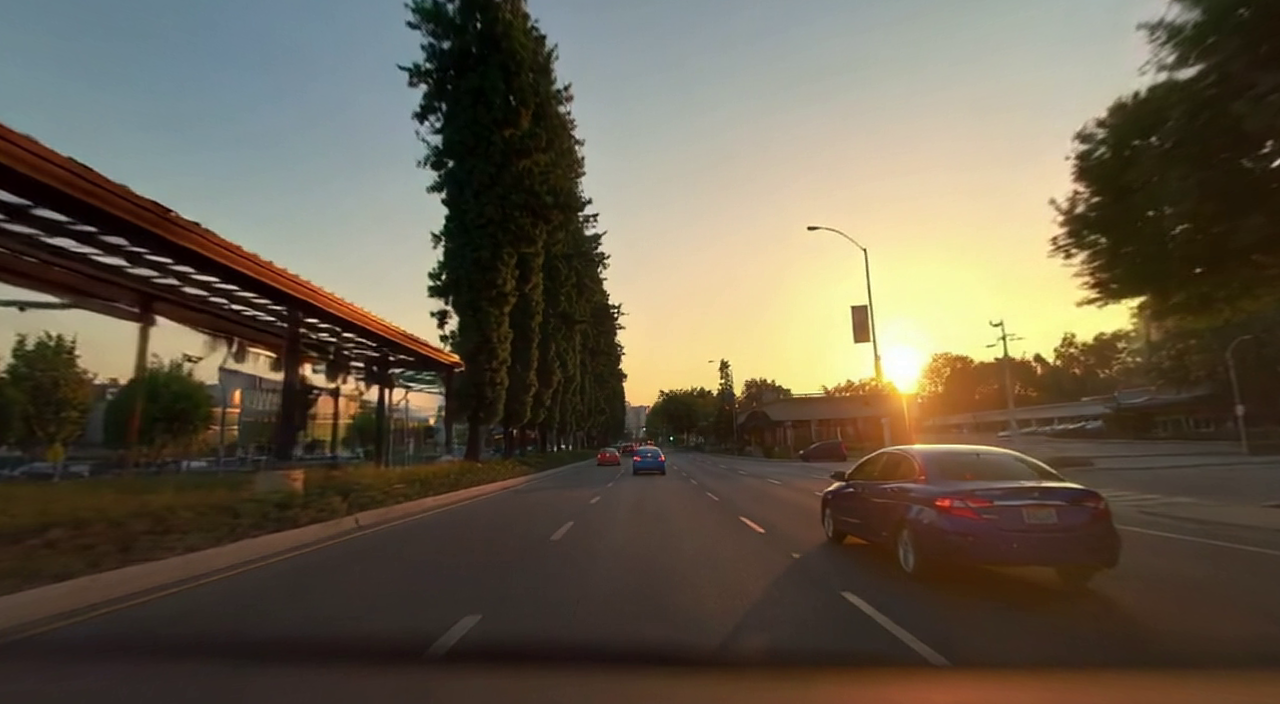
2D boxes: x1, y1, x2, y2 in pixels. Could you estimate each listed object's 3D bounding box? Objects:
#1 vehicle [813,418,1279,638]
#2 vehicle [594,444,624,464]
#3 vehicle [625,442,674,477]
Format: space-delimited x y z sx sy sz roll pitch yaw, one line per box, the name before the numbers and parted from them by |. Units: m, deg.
vehicle | 3.453 1.537 6.582 2.067 1.497 4.327 0 -8 0
vehicle | -2.393 8.009 49.555 2.036 1.481 4.151 0 -8 1
vehicle | 0.422 5.016 29.723 2.144 1.505 4.128 0 -8 0
